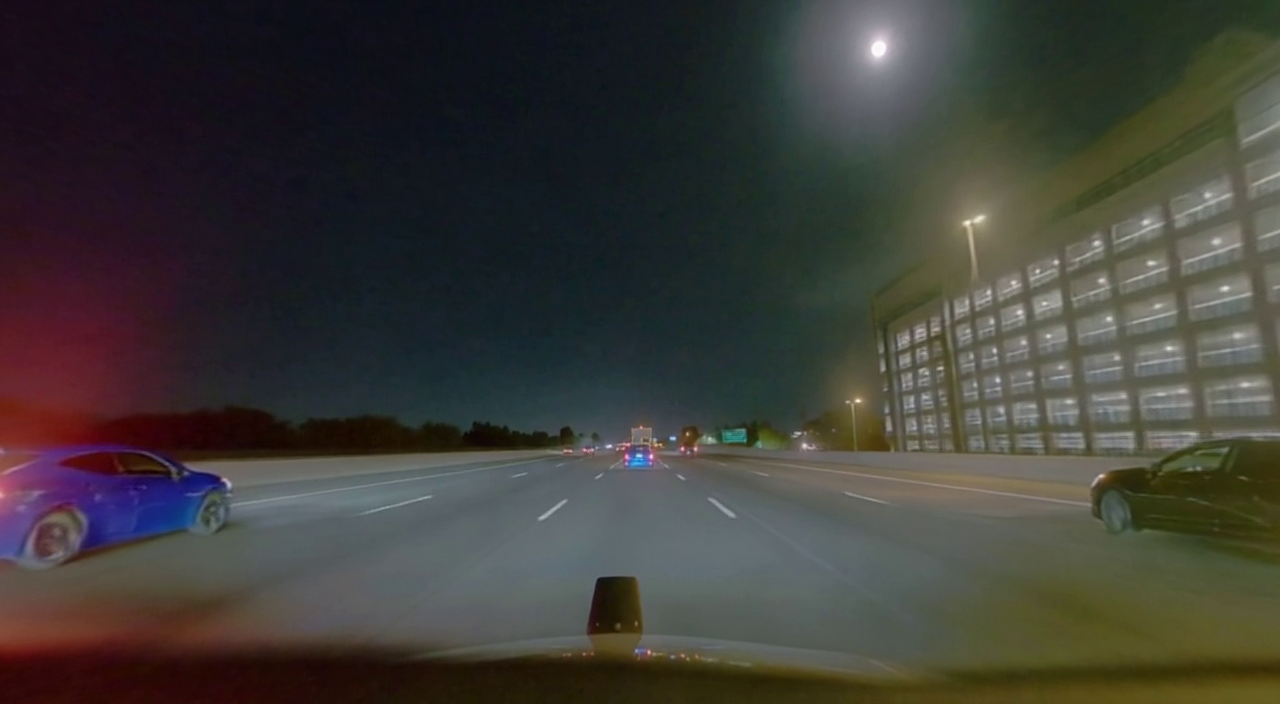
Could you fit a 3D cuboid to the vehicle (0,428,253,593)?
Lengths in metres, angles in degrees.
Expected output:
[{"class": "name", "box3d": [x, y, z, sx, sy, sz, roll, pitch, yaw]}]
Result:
[{"class": "vehicle", "box3d": [-6.755, 1.650, 7.159, 1.978, 1.477, 4.239, 0, -8, 0]}]

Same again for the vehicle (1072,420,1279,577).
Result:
[{"class": "vehicle", "box3d": [7.114, 1.471, 6.470, 1.937, 1.498, 4.710, 0, -8, -1]}]

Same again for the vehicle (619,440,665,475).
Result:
[{"class": "vehicle", "box3d": [0.082, 4.966, 29.887, 2.036, 1.542, 3.891, 0, -8, 0]}]
